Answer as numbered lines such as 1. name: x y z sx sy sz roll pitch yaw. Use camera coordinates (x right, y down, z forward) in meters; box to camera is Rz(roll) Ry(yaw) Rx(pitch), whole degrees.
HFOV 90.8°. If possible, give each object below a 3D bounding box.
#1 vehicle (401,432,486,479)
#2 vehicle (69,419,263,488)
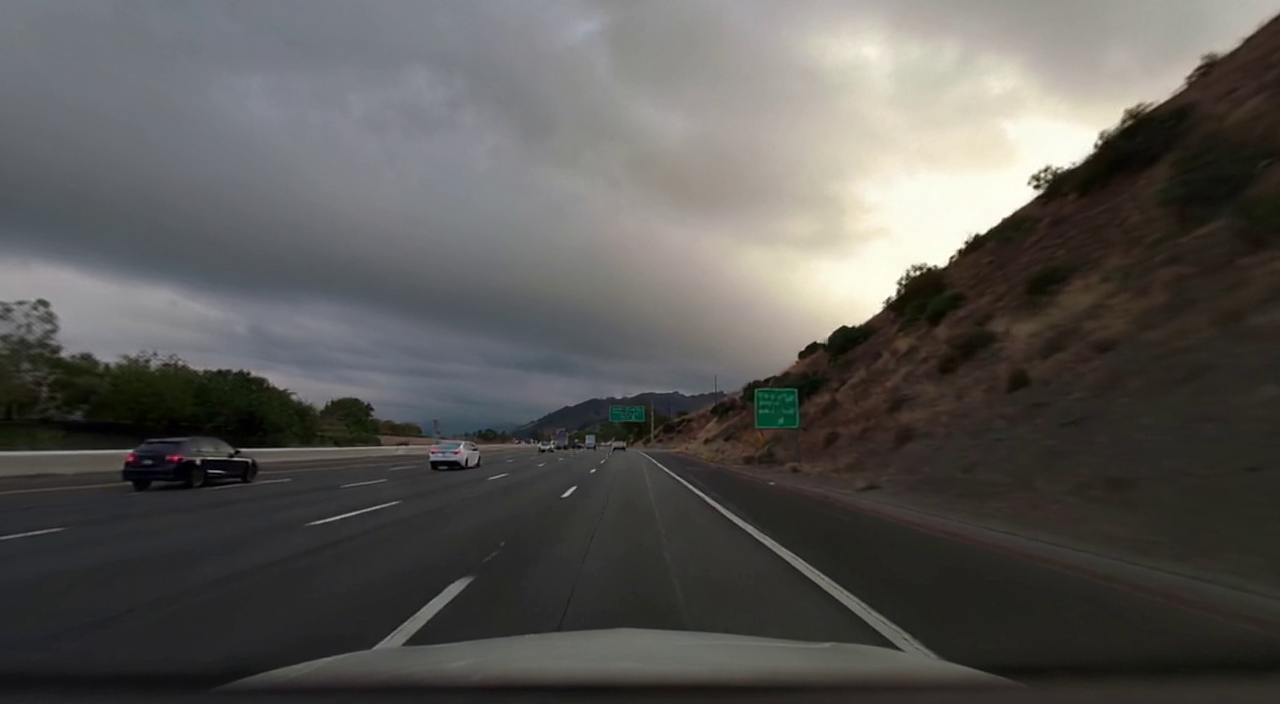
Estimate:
1. vehicle: -7.844 4.185 25.684 2.104 1.715 4.319 0 -9 -1
2. vehicle: -15.304 3.353 20.989 2.240 1.953 5.452 0 -9 -1
